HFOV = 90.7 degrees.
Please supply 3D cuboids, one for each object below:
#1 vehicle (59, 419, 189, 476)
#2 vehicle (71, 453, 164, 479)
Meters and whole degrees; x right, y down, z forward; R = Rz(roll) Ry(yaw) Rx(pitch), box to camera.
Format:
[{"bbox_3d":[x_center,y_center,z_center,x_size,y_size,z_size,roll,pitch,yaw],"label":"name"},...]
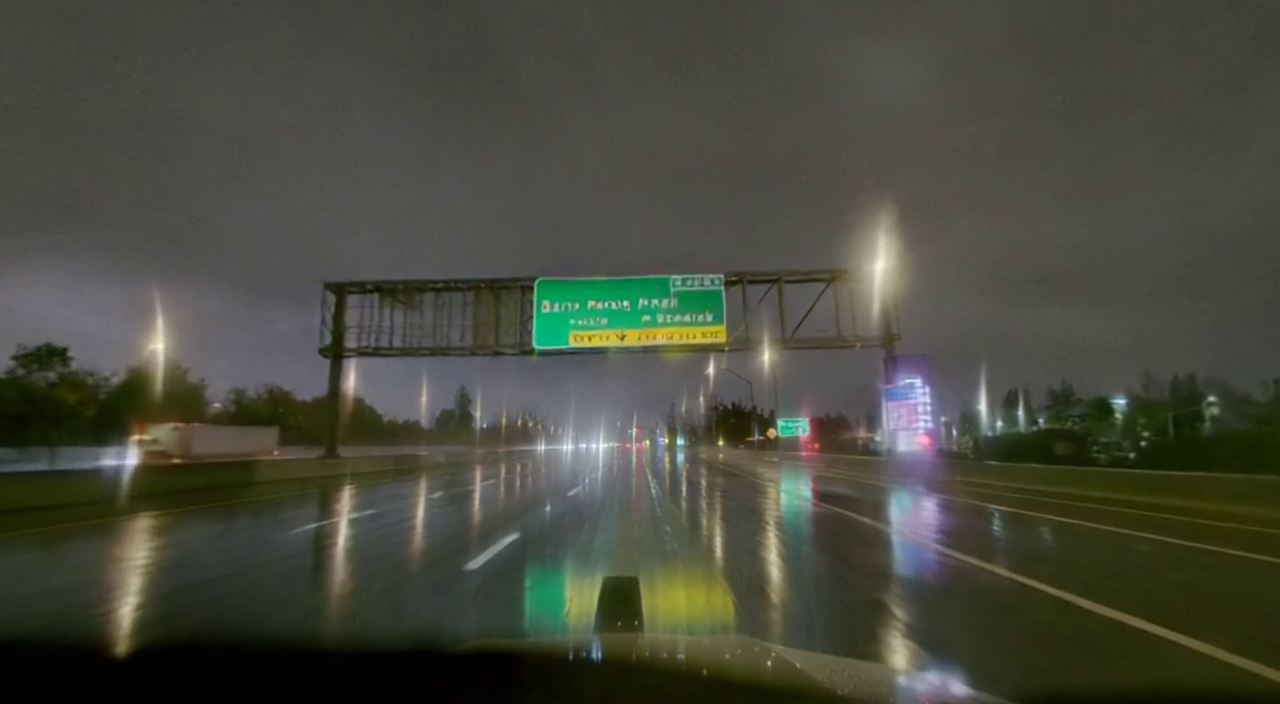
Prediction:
[{"bbox_3d":[-39.609,7.374,49.099,3.028,3.981,8.242,0,-8,0],"label":"vehicle"},{"bbox_3d":[-32.480,7.081,39.534,1.820,1.473,4.740,0,-8,0],"label":"vehicle"}]
